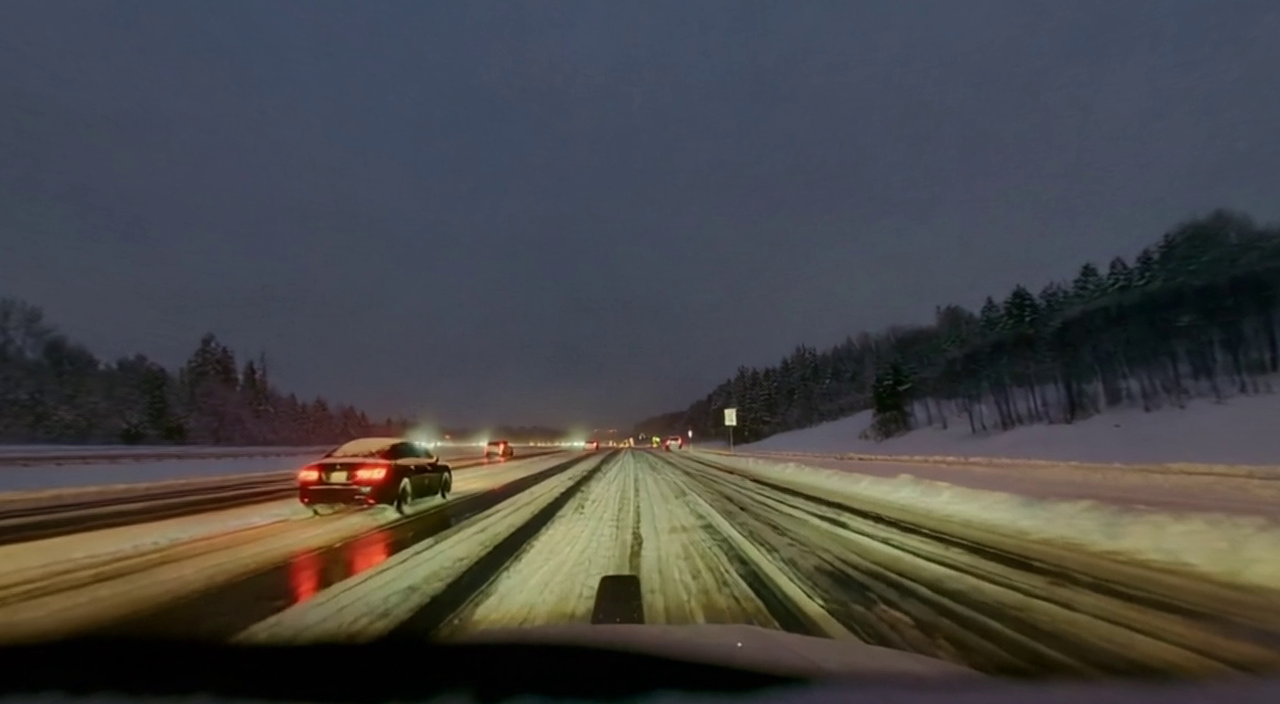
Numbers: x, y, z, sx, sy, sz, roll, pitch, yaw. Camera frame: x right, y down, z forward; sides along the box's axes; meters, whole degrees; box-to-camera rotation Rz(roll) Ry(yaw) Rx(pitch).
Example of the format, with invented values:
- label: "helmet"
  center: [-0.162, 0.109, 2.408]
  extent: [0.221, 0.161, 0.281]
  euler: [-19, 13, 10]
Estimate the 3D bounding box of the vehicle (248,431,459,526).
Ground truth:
- label: "vehicle"
  center: [-5.090, 2.303, 12.060]
  extent: [1.981, 1.465, 4.334]
  euler: [0, -9, 0]
